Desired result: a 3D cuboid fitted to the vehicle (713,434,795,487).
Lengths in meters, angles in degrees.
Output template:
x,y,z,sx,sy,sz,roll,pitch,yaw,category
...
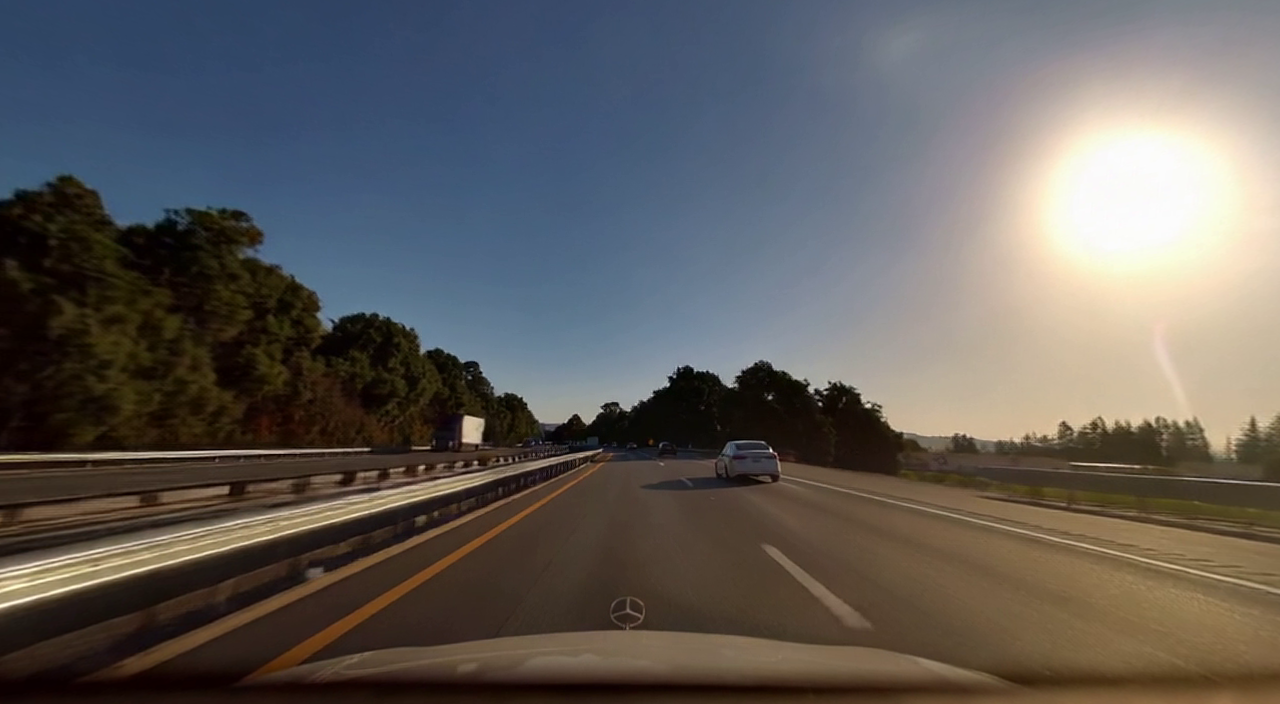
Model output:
x,y,z,sx,sy,sz,roll,pitch,yaw,category
3.557,3.466,20.365,1.945,1.538,3.729,0,-8,0,vehicle
